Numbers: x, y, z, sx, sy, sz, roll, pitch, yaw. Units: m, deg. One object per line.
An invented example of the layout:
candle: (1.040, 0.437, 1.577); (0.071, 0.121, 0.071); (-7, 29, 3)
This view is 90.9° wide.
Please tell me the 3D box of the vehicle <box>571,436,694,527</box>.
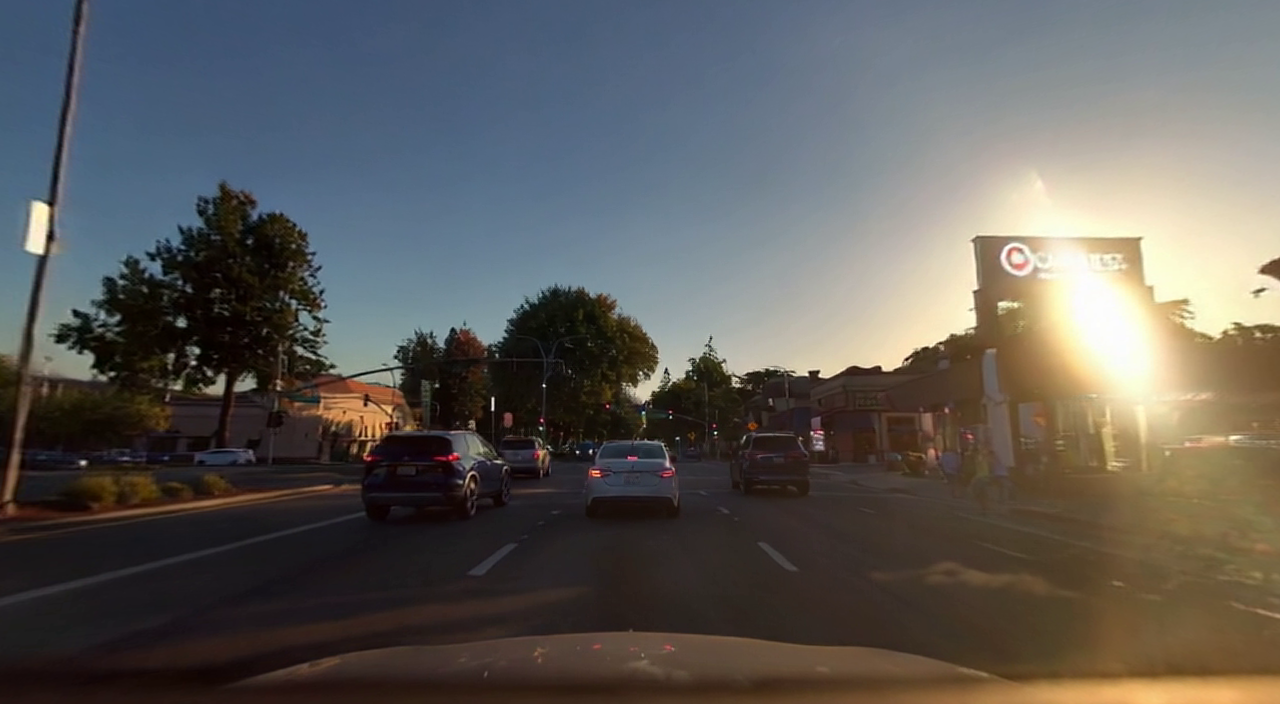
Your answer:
vehicle: (-0.132, 2.550, 13.005); (2.121, 1.563, 4.031); (0, -8, 0)

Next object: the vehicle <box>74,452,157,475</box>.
vehicle: (-36.419, 7.727, 43.884); (4.062, 1.493, 1.899); (4, -10, -27)

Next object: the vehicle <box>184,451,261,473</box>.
vehicle: (-30.921, 8.149, 46.865); (4.523, 1.469, 1.986); (5, -10, -28)

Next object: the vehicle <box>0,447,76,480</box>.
vehicle: (-38.603, 6.837, 38.438); (5.759, 1.815, 2.218); (2, -8, -29)

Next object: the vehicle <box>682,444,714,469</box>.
vehicle: (3.936, 7.116, 43.107); (1.848, 1.665, 3.747); (0, -8, 0)

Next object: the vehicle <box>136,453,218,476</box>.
vehicle: (-31.260, 7.586, 42.675); (4.106, 1.384, 1.878); (4, -9, -25)

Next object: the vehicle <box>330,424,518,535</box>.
vehicle: (-3.731, 2.267, 11.799); (1.983, 1.685, 3.997); (0, -8, 2)

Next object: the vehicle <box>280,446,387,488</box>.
vehicle: (-11.999, 4.496, 25.082); (1.900, 1.466, 4.627); (0, -8, 1)

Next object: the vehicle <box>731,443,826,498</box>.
vehicle: (4.069, 3.545, 19.301); (1.979, 1.485, 4.207); (0, -8, 0)

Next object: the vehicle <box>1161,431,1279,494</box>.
vehicle: (17.761, 3.089, 17.793); (1.907, 1.669, 4.147); (5, -10, -29)

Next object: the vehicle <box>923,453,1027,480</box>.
vehicle: (19.147, 6.576, 36.192); (4.795, 1.457, 1.986); (-1, -9, 4)
